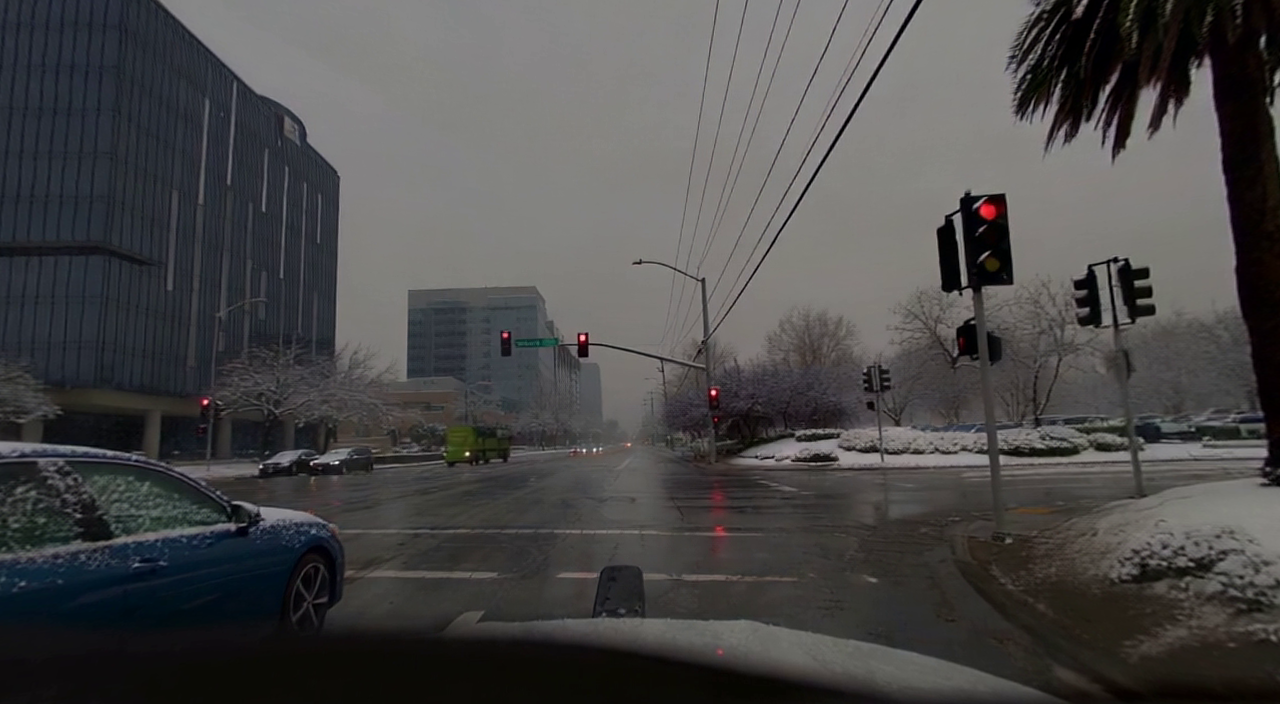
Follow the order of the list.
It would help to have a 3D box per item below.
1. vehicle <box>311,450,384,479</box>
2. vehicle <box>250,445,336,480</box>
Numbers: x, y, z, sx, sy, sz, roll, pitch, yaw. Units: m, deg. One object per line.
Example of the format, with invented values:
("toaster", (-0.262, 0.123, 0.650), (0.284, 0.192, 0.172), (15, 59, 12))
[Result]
("vehicle", (-15.360, 5.915, 33.290), (1.875, 1.389, 3.784), (0, -9, 3))
("vehicle", (-19.097, 6.068, 34.918), (2.017, 1.739, 4.569), (0, -9, 1))
